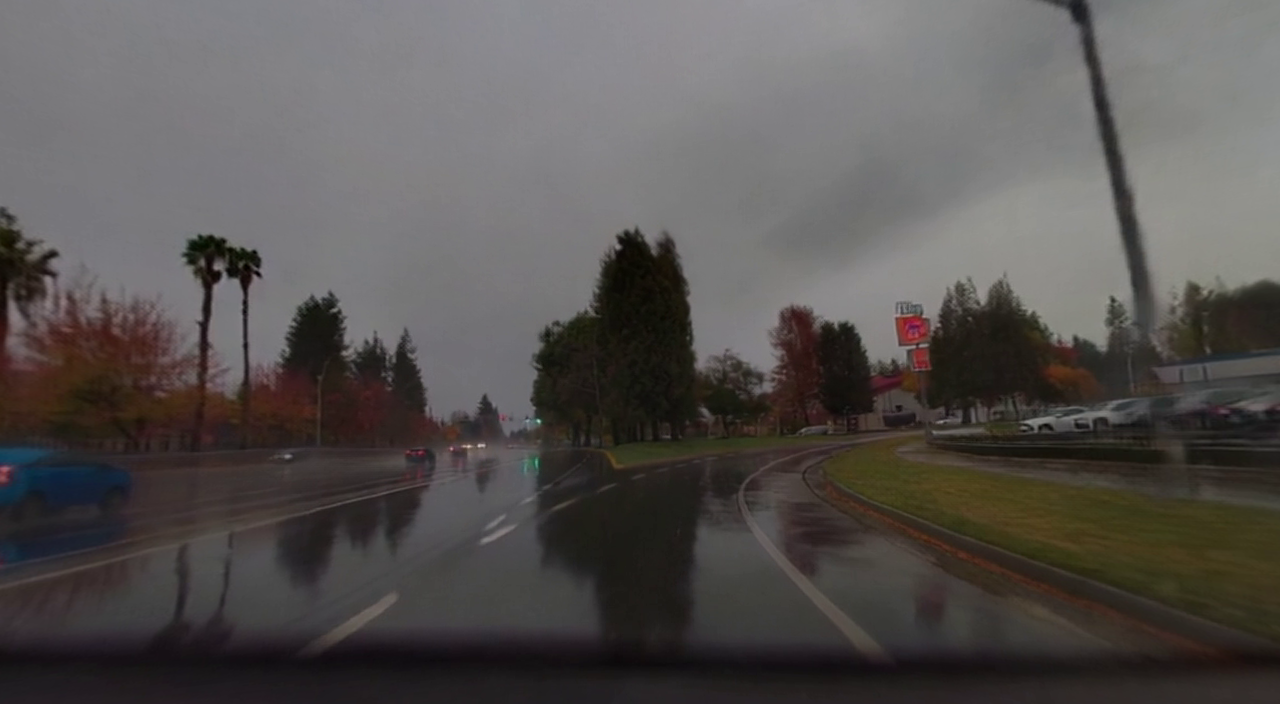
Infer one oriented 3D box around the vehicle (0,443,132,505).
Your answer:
[{"bbox_3d":[-24.461,4.643,24.453,2.819,2.204,8.236,1,-9,-2],"label":"vehicle"}]
